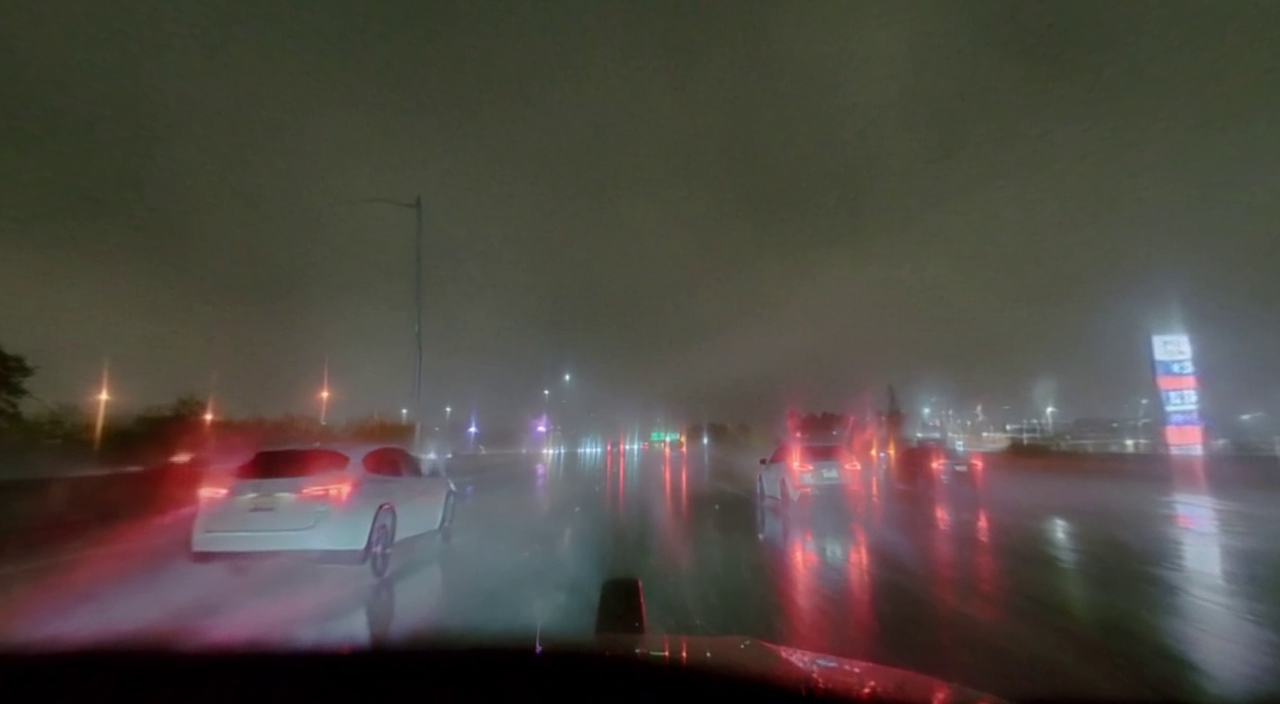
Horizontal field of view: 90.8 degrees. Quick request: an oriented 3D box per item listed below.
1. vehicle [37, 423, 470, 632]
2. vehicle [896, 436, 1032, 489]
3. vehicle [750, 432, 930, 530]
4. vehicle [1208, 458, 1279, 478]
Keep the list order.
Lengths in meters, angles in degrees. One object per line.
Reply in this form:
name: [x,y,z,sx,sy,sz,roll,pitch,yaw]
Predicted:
vehicle: [-3.467,1.632,6.914,1.975,1.536,4.295,0,-9,1]
vehicle: [10.323,3.553,20.578,2.019,1.529,4.385,0,-9,-1]
vehicle: [3.463,2.309,11.877,1.961,1.504,4.094,0,-9,-1]
vehicle: [44.214,8.444,46.043,3.765,1.422,1.794,0,-9,1]
